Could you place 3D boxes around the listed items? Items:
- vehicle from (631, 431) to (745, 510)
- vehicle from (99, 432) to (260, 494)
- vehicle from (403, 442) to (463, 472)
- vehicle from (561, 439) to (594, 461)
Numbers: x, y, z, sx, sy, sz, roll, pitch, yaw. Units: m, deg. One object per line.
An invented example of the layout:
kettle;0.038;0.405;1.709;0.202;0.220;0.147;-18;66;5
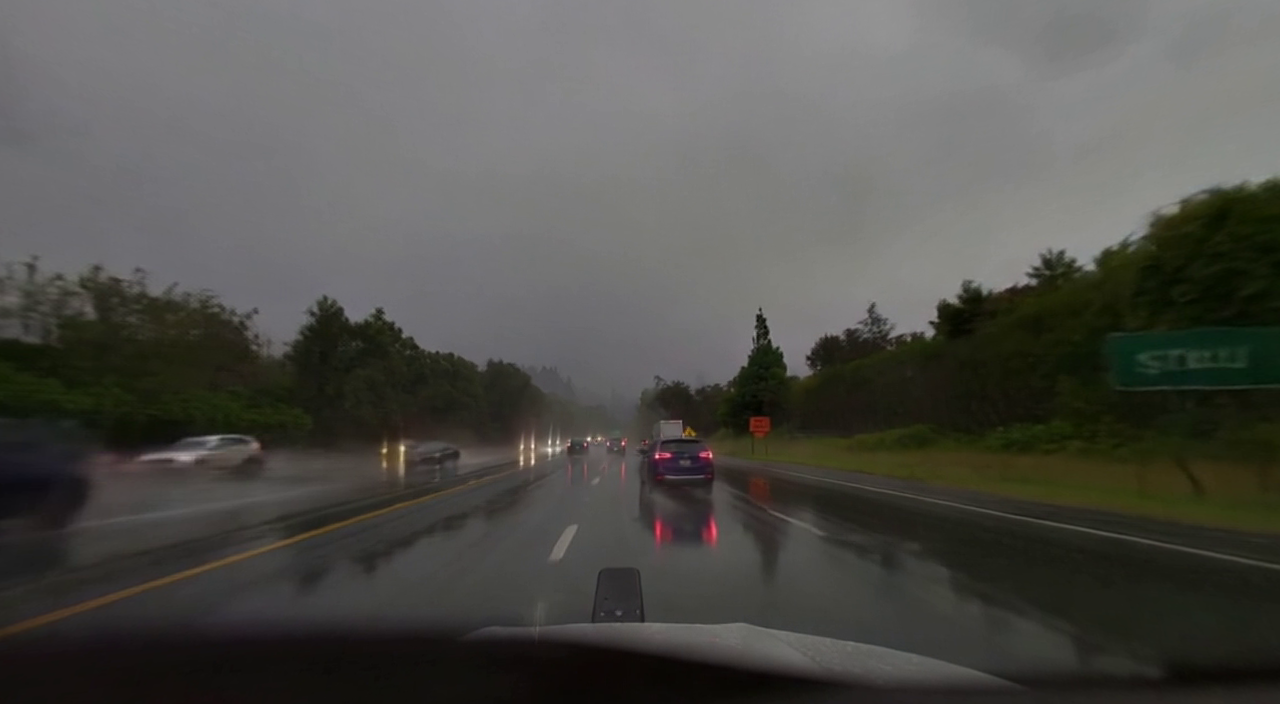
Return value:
vehicle;0.892;2.594;14.491;1.961;1.495;4.743;1;-8;-4
vehicle;-15.236;3.647;21.289;1.932;1.821;4.867;0;-8;-3
vehicle;-11.187;5.675;34.377;1.891;1.440;4.367;0;-8;-2
vehicle;-4.427;6.977;45.083;2.055;1.466;4.317;0;-8;-2
